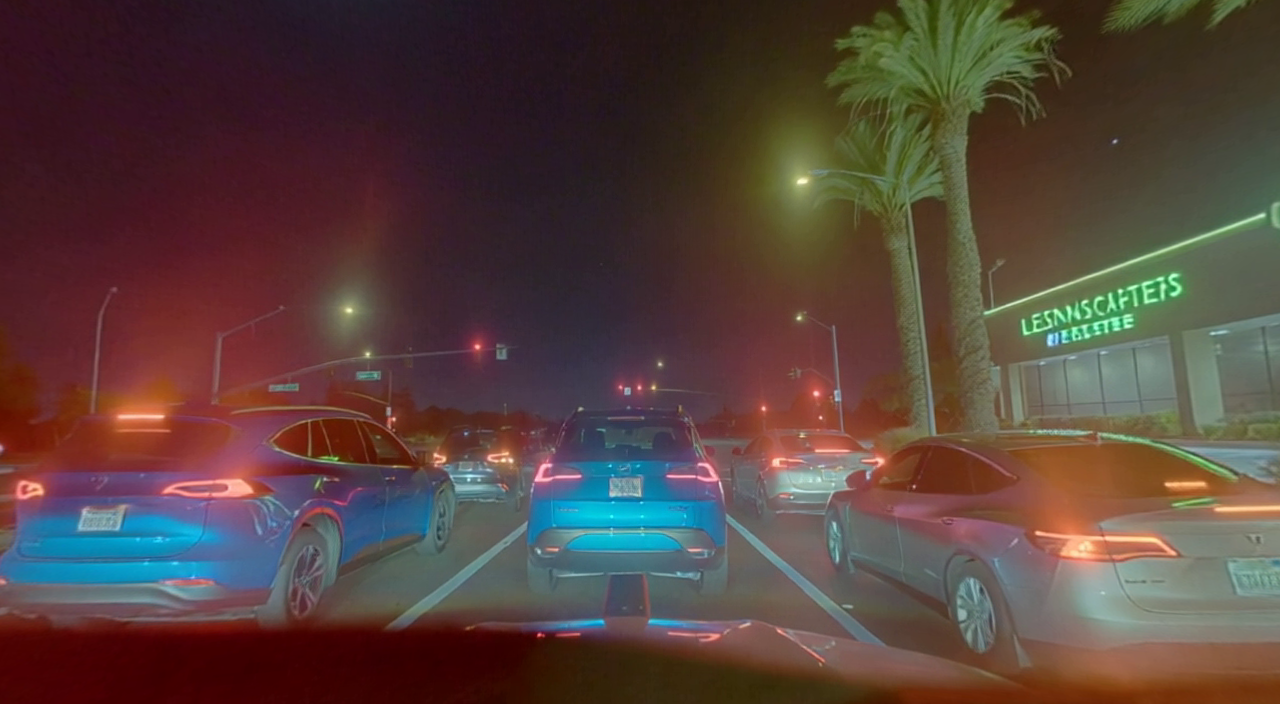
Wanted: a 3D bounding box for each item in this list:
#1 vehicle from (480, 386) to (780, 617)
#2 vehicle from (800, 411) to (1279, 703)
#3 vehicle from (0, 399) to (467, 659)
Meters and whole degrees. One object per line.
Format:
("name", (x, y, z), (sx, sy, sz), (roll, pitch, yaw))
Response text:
("vehicle", (-0.133, 1.462, 7.073), (2.280, 1.747, 4.361), (0, -8, -2))
("vehicle", (2.975, 1.368, 5.253), (2.017, 1.491, 4.611), (0, -8, -1))
("vehicle", (-3.344, 1.384, 6.056), (2.014, 1.534, 4.455), (0, -8, 1))
